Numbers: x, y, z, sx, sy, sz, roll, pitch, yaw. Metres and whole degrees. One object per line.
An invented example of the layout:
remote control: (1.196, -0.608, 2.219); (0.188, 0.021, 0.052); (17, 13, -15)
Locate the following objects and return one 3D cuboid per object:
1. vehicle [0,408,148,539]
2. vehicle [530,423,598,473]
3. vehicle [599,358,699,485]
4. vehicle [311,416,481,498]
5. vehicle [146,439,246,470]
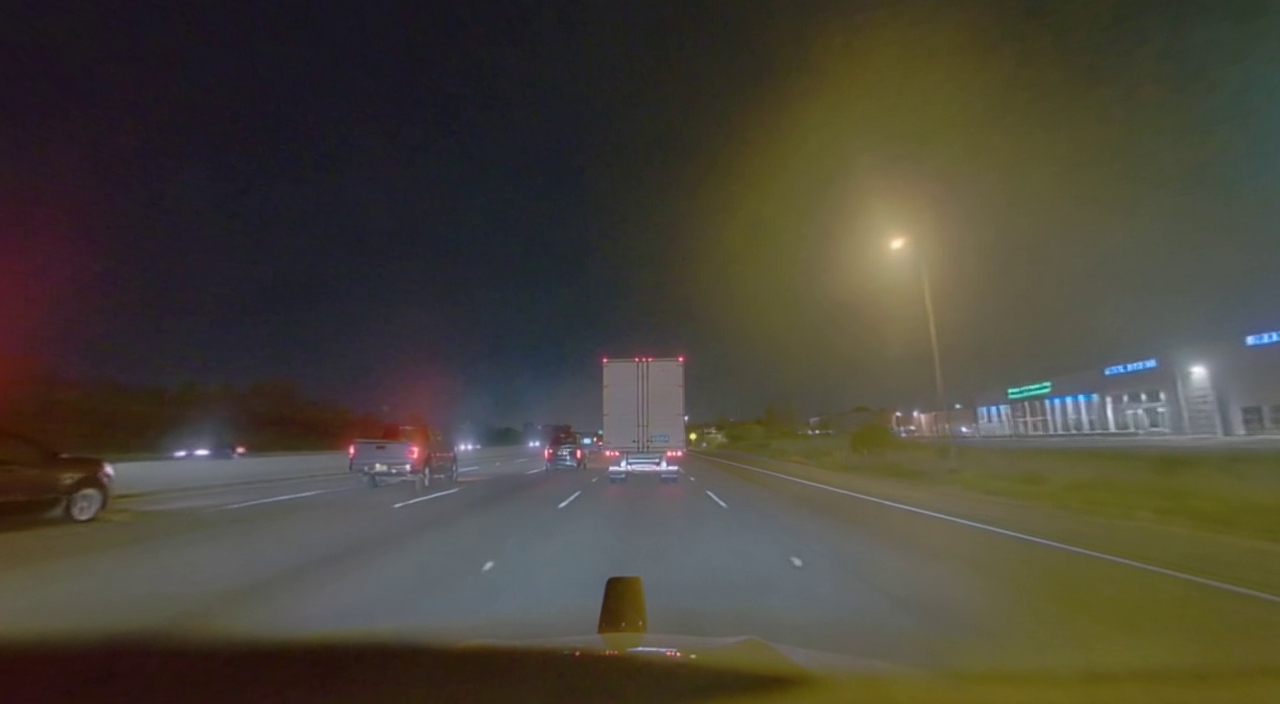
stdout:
vehicle: (-10.359, 1.720, 8.858); (2.089, 1.885, 5.888); (0, -9, 1)
vehicle: (-3.371, 4.490, 29.495); (2.379, 2.075, 6.169); (0, -9, 1)
vehicle: (0.225, 2.789, 23.730); (2.941, 3.794, 9.851); (0, -9, 0)
vehicle: (-6.680, 2.996, 18.326); (2.479, 1.978, 5.952); (0, -9, 1)
vehicle: (-24.222, 5.621, 34.657); (1.996, 1.563, 4.744); (0, -9, 0)
